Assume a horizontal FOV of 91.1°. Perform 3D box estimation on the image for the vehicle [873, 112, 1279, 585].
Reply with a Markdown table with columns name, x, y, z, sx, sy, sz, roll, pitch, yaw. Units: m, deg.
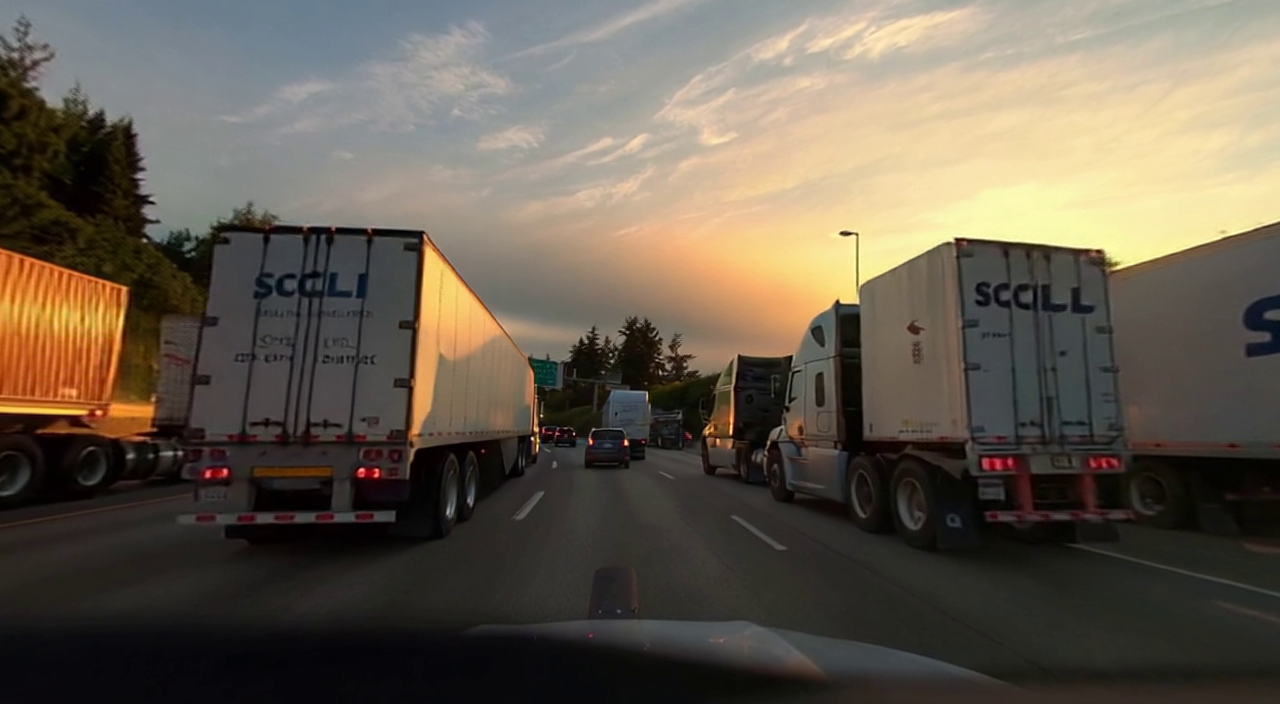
| name | x | y | z | sx | sy | sz | roll | pitch | yaw |
| --- | --- | --- | --- | --- | --- | --- | --- | --- | --- |
| vehicle | 7.772 | -0.260 | 3.947 | 2.820 | 4.084 | 13.786 | 3 | -8 | -24 |

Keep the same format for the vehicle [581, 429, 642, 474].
| name | x | y | z | sx | sy | sz | roll | pitch | yaw |
| --- | --- | --- | --- | --- | --- | --- | --- | --- | --- |
| vehicle | -1.185 | 3.779 | 24.285 | 2.060 | 1.540 | 4.374 | 1 | -8 | -6 |

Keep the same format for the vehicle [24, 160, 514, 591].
| name | x | y | z | sx | sy | sz | roll | pitch | yaw |
| --- | --- | --- | --- | --- | --- | --- | --- | --- | --- |
| vehicle | -4.046 | 0.710 | 9.946 | 2.822 | 3.788 | 8.799 | 0 | -8 | -4 |

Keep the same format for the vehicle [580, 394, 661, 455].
| name | x | y | z | sx | sy | sz | roll | pitch | yaw |
| --- | --- | --- | --- | --- | --- | --- | --- | --- | --- |
| vehicle | -1.906 | 5.843 | 49.628 | 2.899 | 4.112 | 13.912 | 2 | -8 | -16 |
